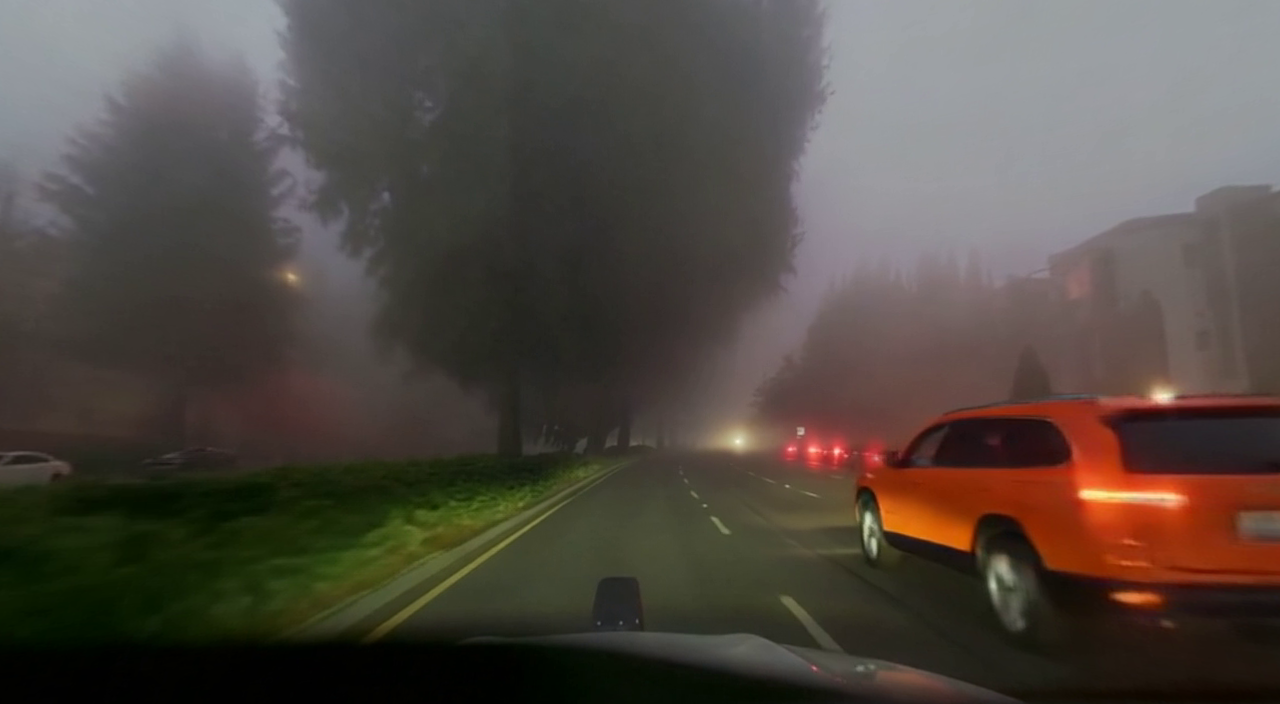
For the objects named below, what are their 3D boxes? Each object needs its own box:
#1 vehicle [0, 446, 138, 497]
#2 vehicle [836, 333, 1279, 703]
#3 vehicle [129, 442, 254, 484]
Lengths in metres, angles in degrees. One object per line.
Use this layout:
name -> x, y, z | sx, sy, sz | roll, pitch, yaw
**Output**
vehicle -> -19.071, 3.823, 20.551 | 1.829, 1.452, 4.562 | -2, -9, -1
vehicle -> 3.489, 1.146, 5.166 | 2.215, 1.812, 4.569 | 0, -8, -1
vehicle -> -18.684, 4.671, 26.636 | 1.908, 1.500, 4.470 | -3, -10, 2
